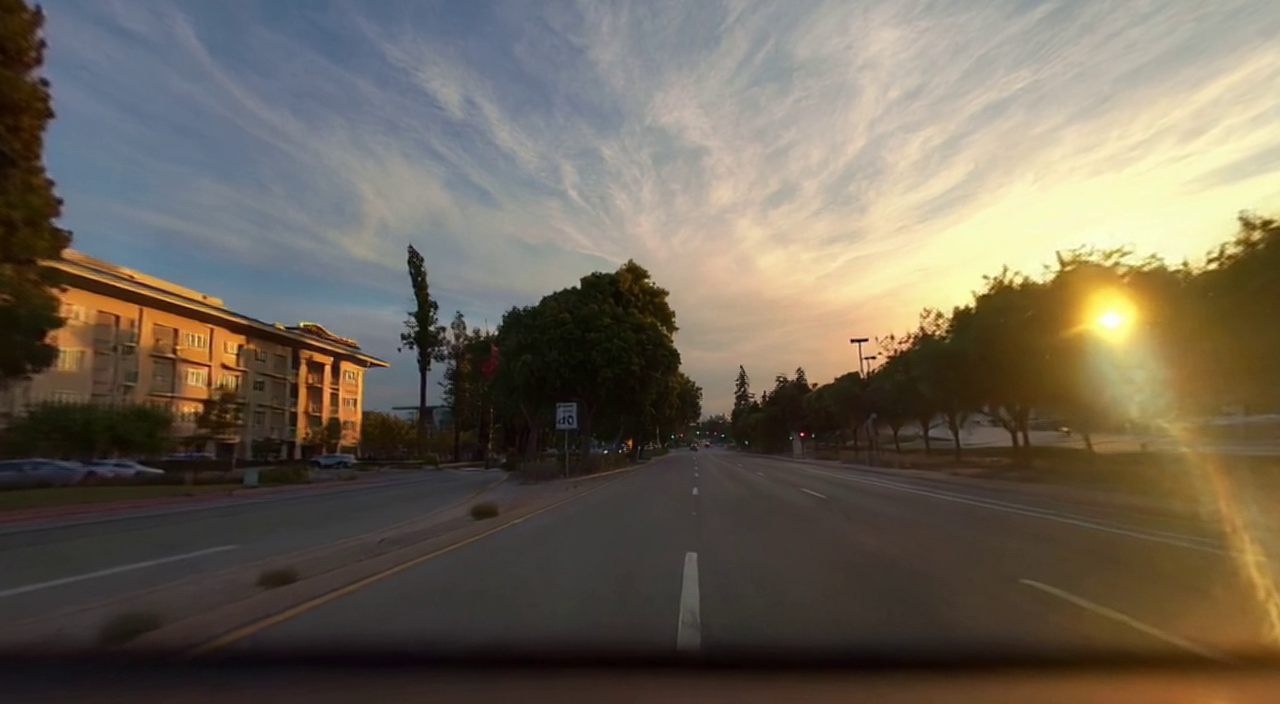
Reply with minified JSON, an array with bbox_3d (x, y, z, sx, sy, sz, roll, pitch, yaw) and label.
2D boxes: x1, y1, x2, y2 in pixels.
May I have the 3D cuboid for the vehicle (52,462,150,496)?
[{"bbox_3d":[-27.085,6.378,31.755,3.587,1.424,1.633,-4,-8,5],"label":"vehicle"}]
